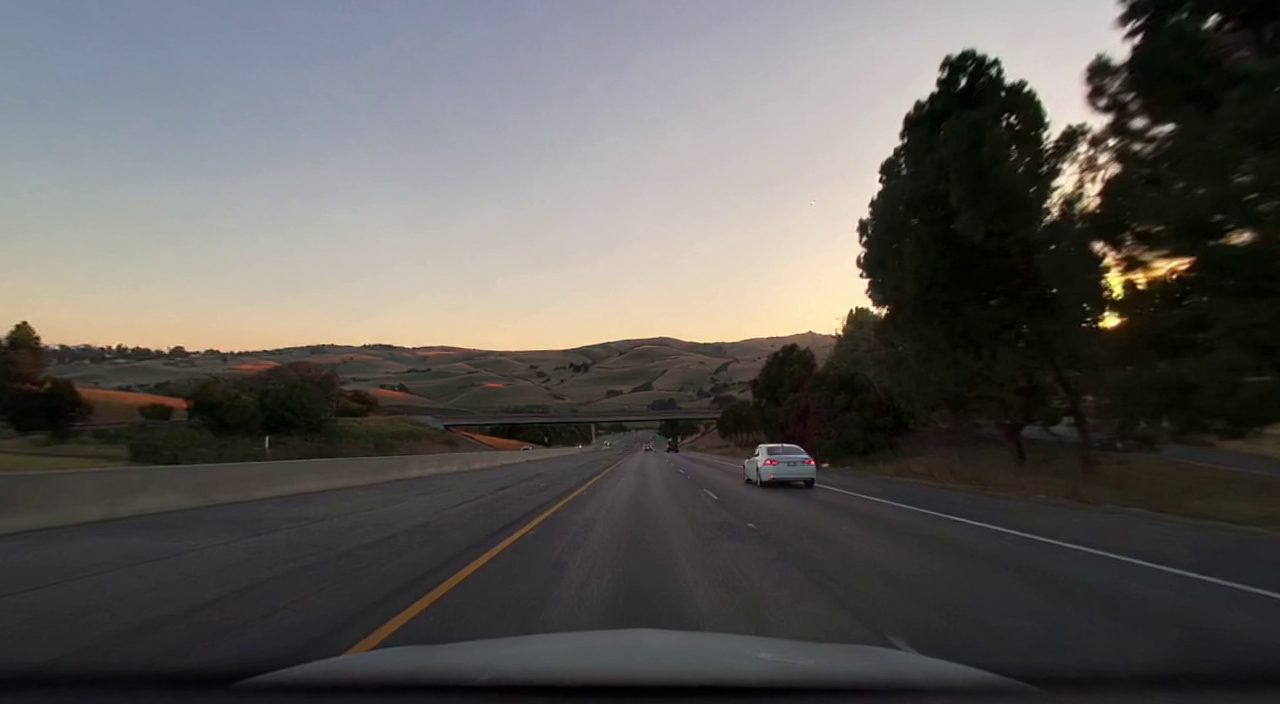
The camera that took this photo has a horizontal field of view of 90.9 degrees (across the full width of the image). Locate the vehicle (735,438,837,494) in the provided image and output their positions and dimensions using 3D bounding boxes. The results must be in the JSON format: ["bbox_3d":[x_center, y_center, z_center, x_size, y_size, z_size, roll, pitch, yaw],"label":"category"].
[{"bbox_3d":[4.304,3.433,19.448,2.027,1.487,4.718,0,-8,0],"label":"vehicle"}]
